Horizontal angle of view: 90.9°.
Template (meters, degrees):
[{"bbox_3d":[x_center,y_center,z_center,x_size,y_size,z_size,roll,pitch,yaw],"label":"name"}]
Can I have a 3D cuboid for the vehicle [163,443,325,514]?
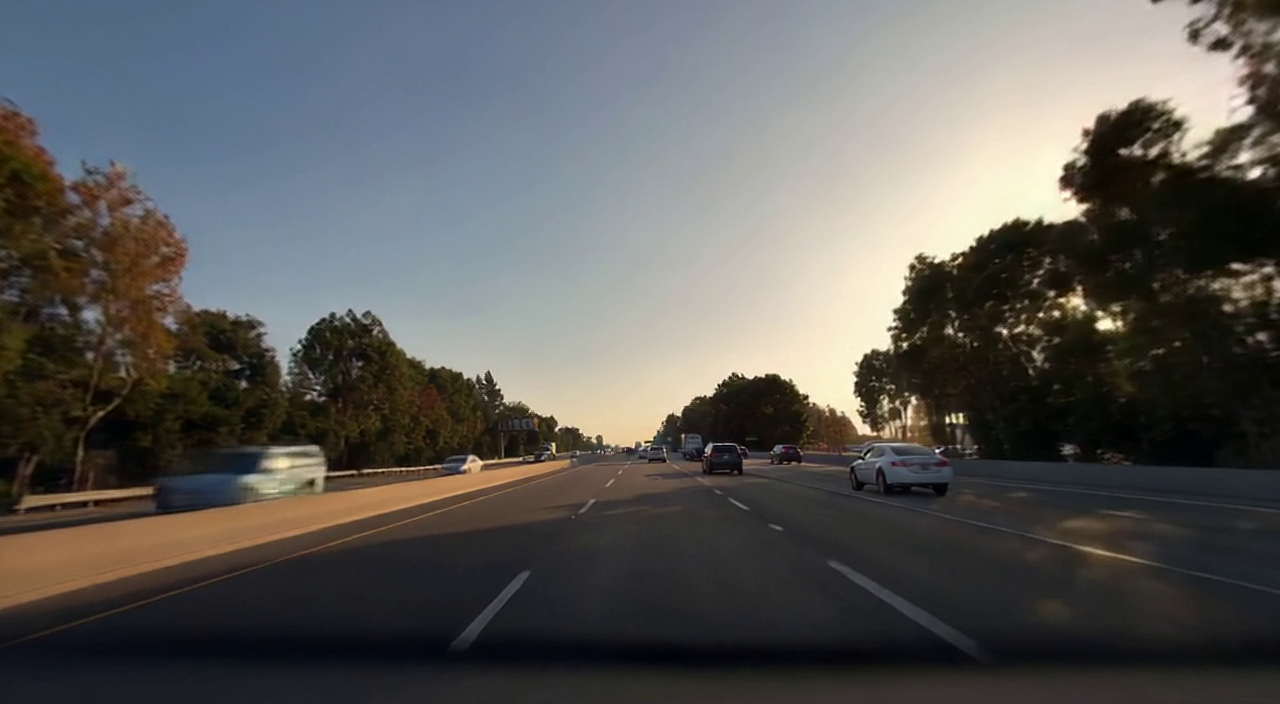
[{"bbox_3d":[-13.196,4.180,21.577,2.014,2.072,5.382,0,-8,0],"label":"vehicle"}]

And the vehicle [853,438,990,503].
[{"bbox_3d":[7.626,3.212,17.604,1.807,1.558,4.352,0,-8,0],"label":"vehicle"}]

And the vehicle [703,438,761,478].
[{"bbox_3d":[4.469,5.232,31.448,2.075,1.845,4.667,0,-8,-1],"label":"vehicle"}]

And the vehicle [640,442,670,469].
[{"bbox_3d":[1.059,7.566,46.263,2.145,1.832,4.004,0,-8,0],"label":"vehicle"}]

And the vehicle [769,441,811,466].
[{"bbox_3d":[11.564,7.873,49.006,2.028,1.801,4.503,0,-8,-1],"label":"vehicle"}]

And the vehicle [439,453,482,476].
[{"bbox_3d":[-13.653,8.558,48.205,1.890,1.559,4.509,-1,-8,2],"label":"vehicle"}]
